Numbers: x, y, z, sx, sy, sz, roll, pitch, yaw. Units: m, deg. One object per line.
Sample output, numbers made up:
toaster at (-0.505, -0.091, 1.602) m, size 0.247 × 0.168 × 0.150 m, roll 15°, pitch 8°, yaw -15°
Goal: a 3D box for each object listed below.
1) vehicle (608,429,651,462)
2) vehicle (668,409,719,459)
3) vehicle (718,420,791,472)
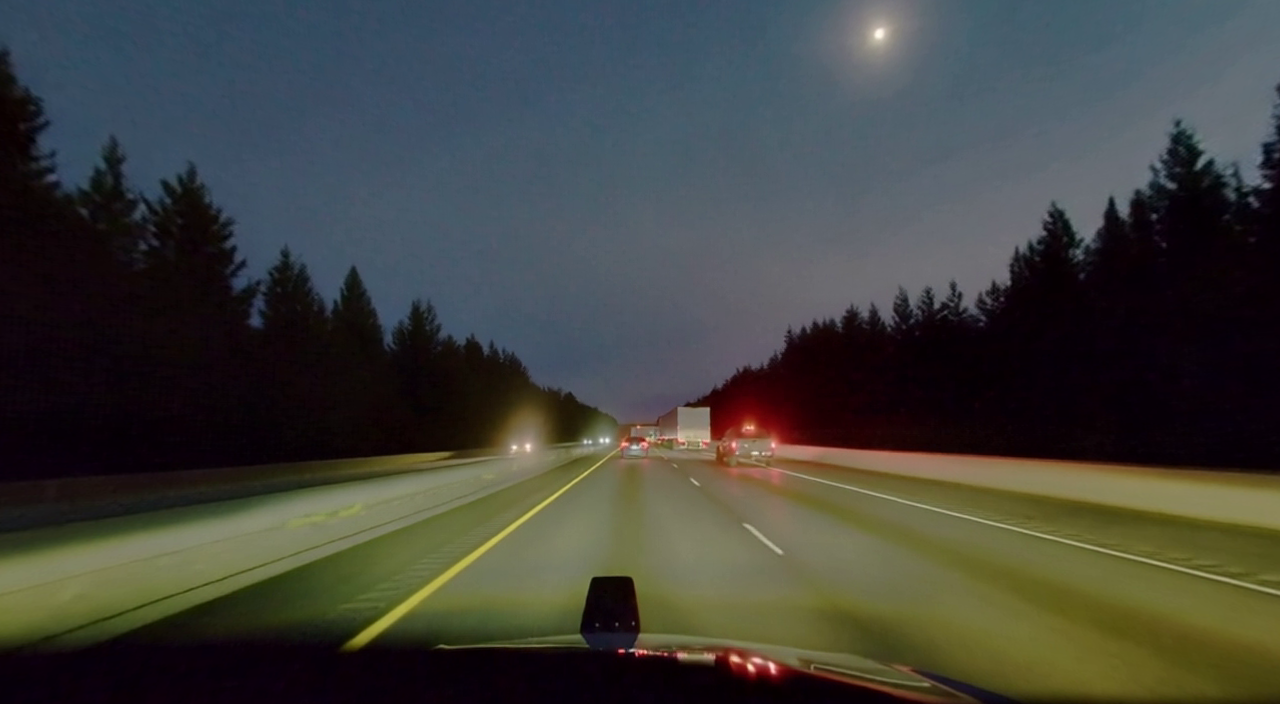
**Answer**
vehicle at (-0.586, 5.076, 34.402) m, size 2.206 × 1.681 × 4.111 m, roll 0°, pitch -7°, yaw -1°
vehicle at (3.520, 5.576, 43.023) m, size 2.728 × 3.053 × 7.708 m, roll 0°, pitch -7°, yaw 0°
vehicle at (4.506, 3.764, 25.436) m, size 2.073 × 1.905 × 4.023 m, roll 0°, pitch -7°, yaw -1°
